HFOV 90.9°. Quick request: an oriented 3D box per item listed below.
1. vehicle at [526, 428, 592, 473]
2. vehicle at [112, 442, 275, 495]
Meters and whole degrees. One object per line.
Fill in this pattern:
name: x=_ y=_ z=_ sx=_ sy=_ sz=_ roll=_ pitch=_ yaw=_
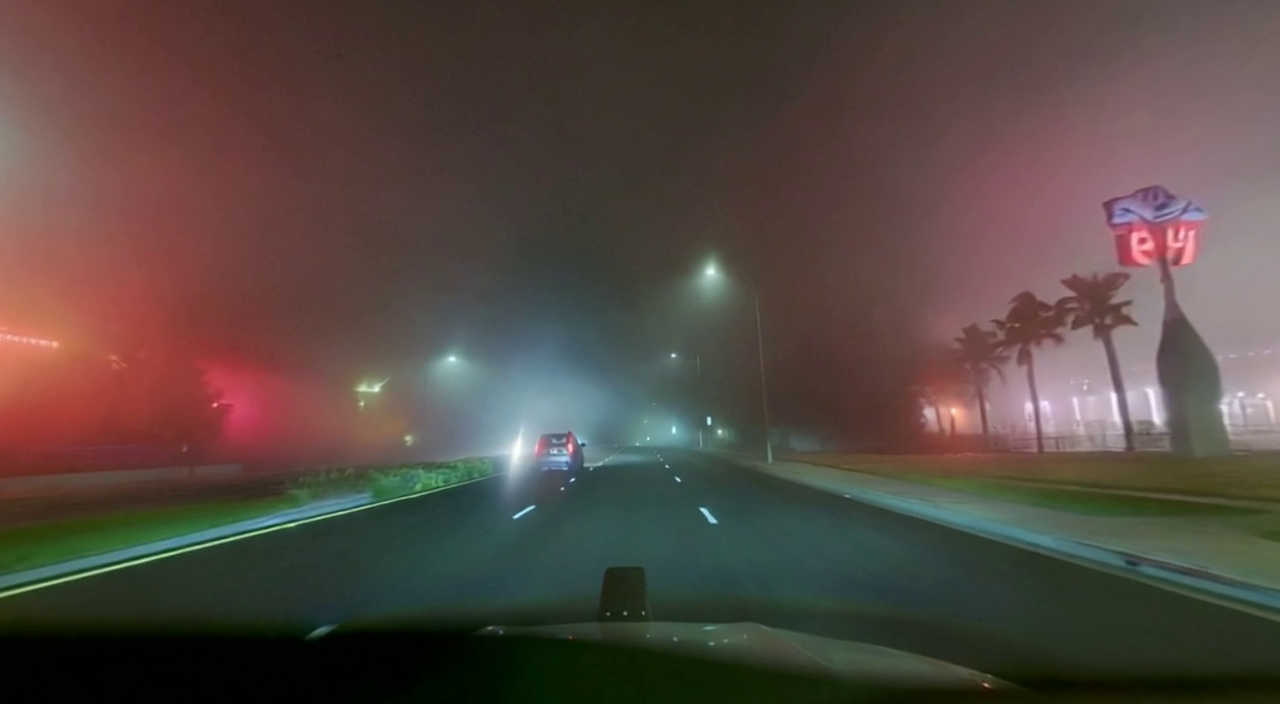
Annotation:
vehicle: x=-3.242 y=4.072 z=26.219 sx=2.062 sy=1.693 sz=4.669 roll=0 pitch=-8 yaw=1
vehicle: x=-14.355 y=3.734 z=20.679 sx=2.075 sy=1.526 sz=4.403 roll=0 pitch=-8 yaw=1
